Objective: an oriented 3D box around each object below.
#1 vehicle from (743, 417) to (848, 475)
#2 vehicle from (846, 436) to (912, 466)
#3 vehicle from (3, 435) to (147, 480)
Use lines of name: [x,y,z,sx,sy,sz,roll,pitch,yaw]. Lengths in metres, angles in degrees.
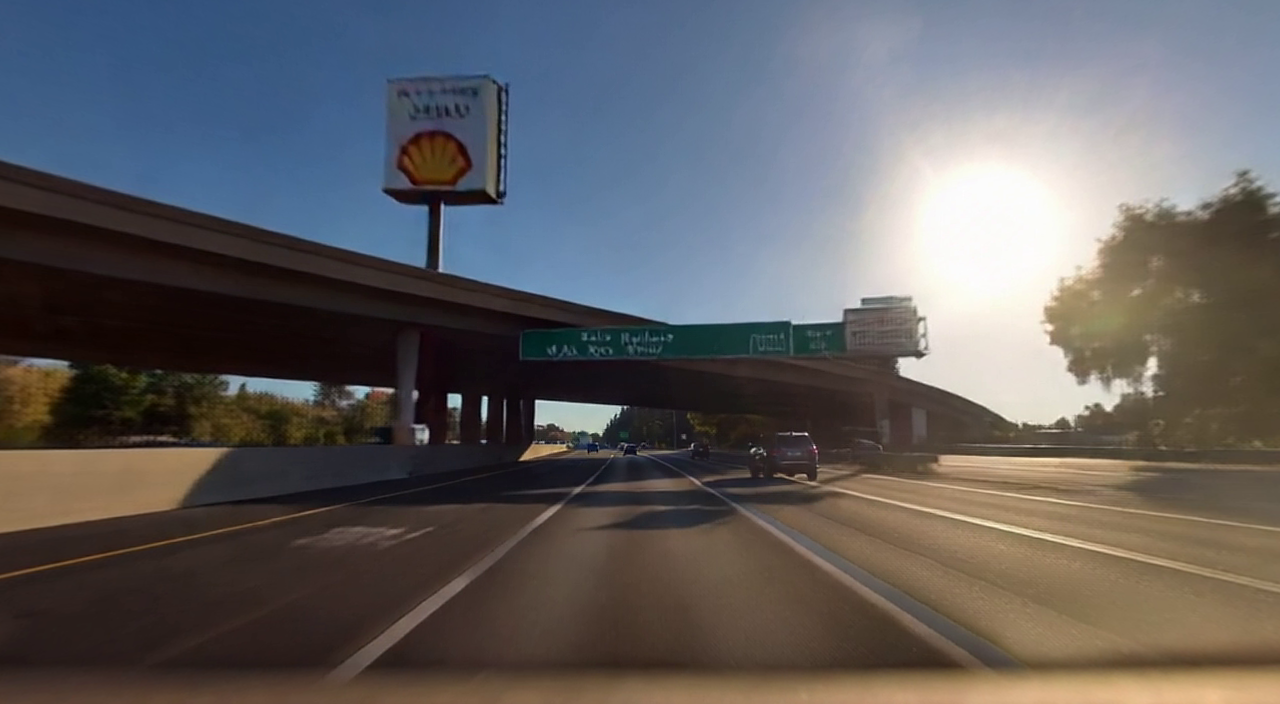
vehicle: [7.024,4.445,29.774,2.779,2.339,8.073,0,-8,-1]
vehicle: [14.180,5.892,37.593,2.072,1.611,4.387,0,-8,-2]
vehicle: [-24.690,4.623,27.817,1.979,1.794,4.778,0,-8,-1]
